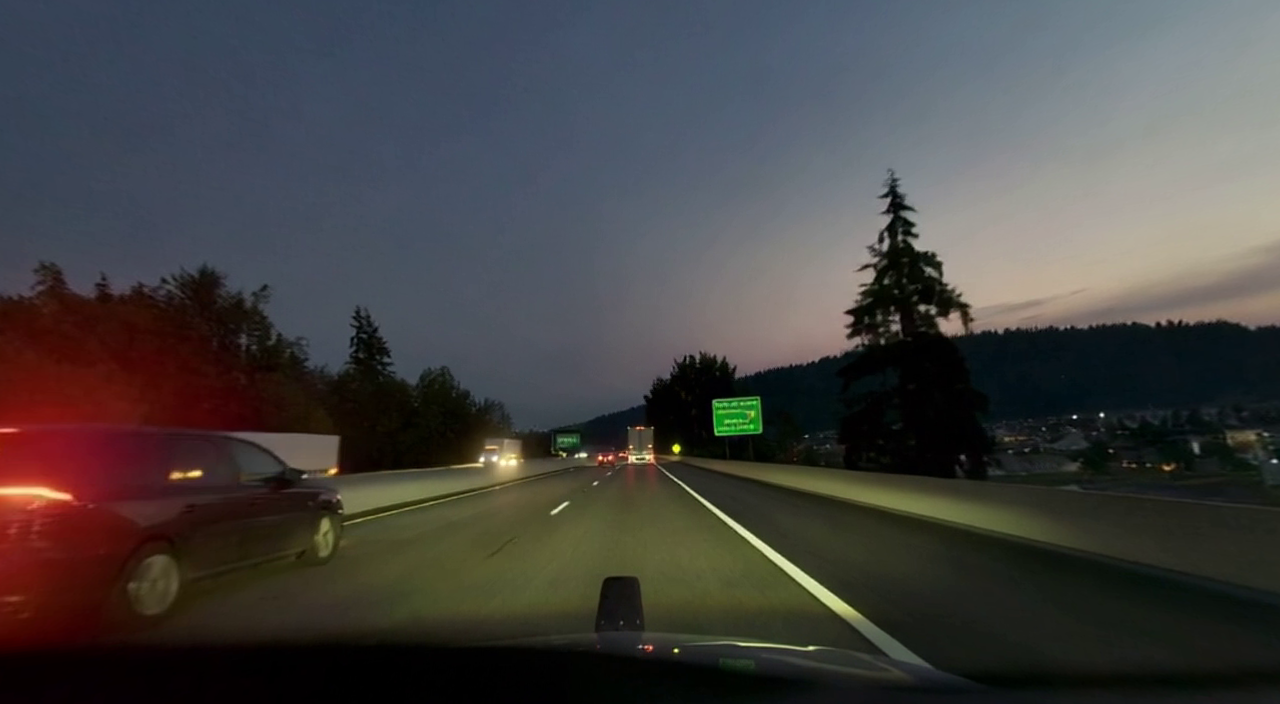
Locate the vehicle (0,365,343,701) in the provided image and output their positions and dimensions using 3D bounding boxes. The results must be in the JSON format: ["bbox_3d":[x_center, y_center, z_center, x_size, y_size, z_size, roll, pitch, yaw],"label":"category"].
[{"bbox_3d":[-4.581,1.255,5.067,2.079,1.845,4.654,0,-9,0],"label":"vehicle"}]
